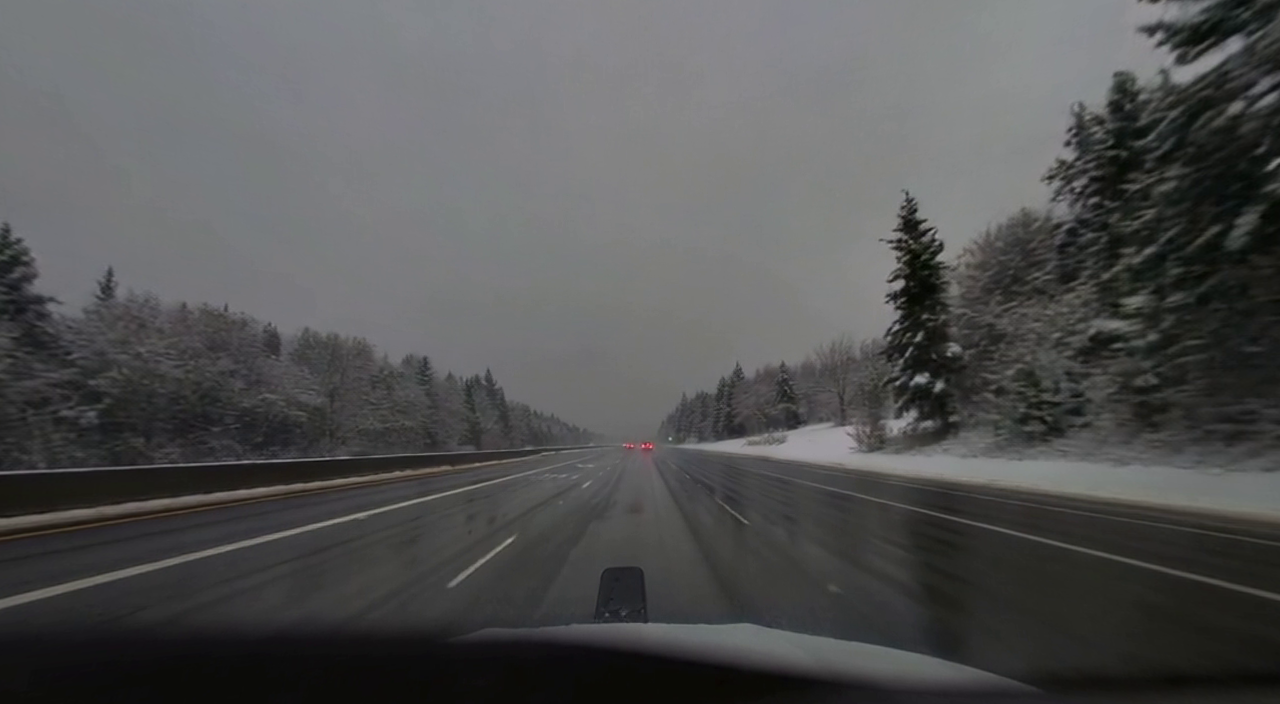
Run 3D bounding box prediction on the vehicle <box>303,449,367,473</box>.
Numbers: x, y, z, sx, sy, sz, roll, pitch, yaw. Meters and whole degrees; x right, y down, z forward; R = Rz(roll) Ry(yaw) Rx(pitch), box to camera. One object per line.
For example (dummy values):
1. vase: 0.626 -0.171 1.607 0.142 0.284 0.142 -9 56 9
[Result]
1. vehicle: -21.113 7.545 43.848 1.824 1.558 5.076 0 -8 1
